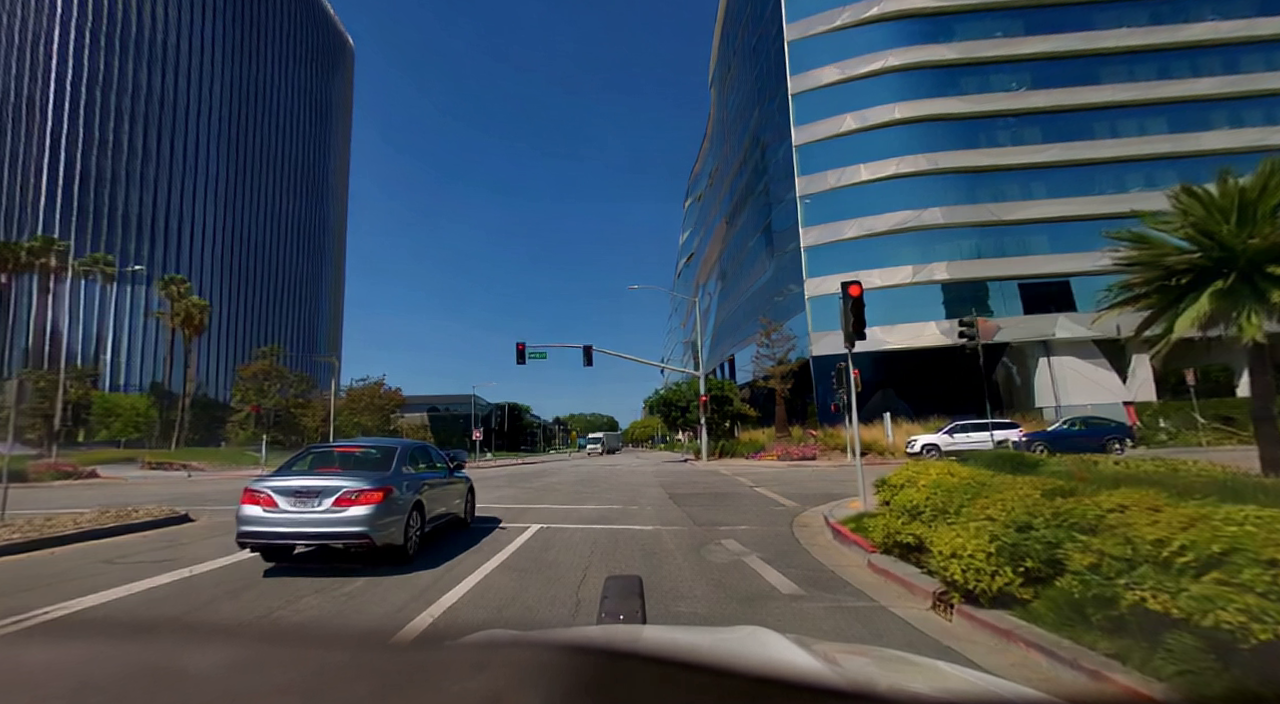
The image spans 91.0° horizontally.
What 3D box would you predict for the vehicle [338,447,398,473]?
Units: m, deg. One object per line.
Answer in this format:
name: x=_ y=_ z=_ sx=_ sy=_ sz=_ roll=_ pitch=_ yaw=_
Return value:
vehicle: x=-19.020 y=7.574 z=44.328 sx=2.017 sy=1.739 sz=4.569 roll=0 pitch=-9 yaw=2
